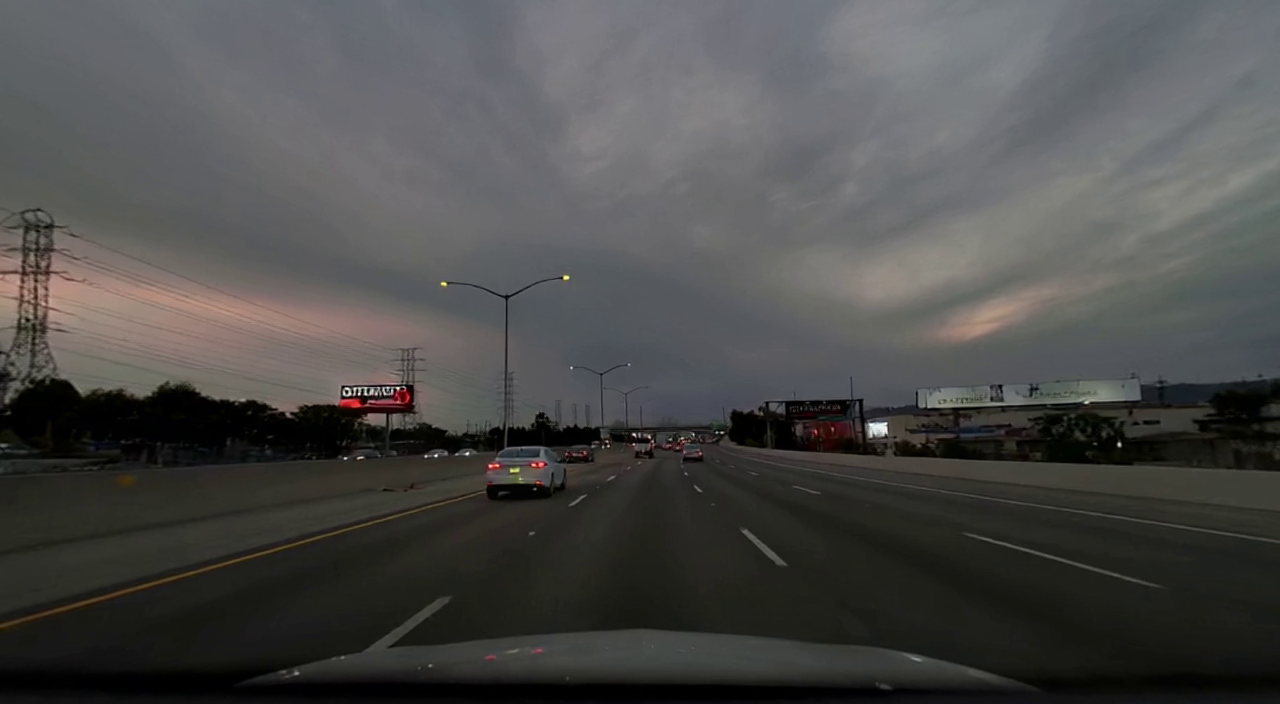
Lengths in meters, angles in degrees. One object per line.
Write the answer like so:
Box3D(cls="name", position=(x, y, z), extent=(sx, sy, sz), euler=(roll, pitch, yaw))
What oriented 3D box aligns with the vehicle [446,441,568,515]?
Box3D(cls="vehicle", position=(-2.898, 2.824, 14.661), extent=(1.891, 1.444, 3.968), euler=(0, -8, 1))
